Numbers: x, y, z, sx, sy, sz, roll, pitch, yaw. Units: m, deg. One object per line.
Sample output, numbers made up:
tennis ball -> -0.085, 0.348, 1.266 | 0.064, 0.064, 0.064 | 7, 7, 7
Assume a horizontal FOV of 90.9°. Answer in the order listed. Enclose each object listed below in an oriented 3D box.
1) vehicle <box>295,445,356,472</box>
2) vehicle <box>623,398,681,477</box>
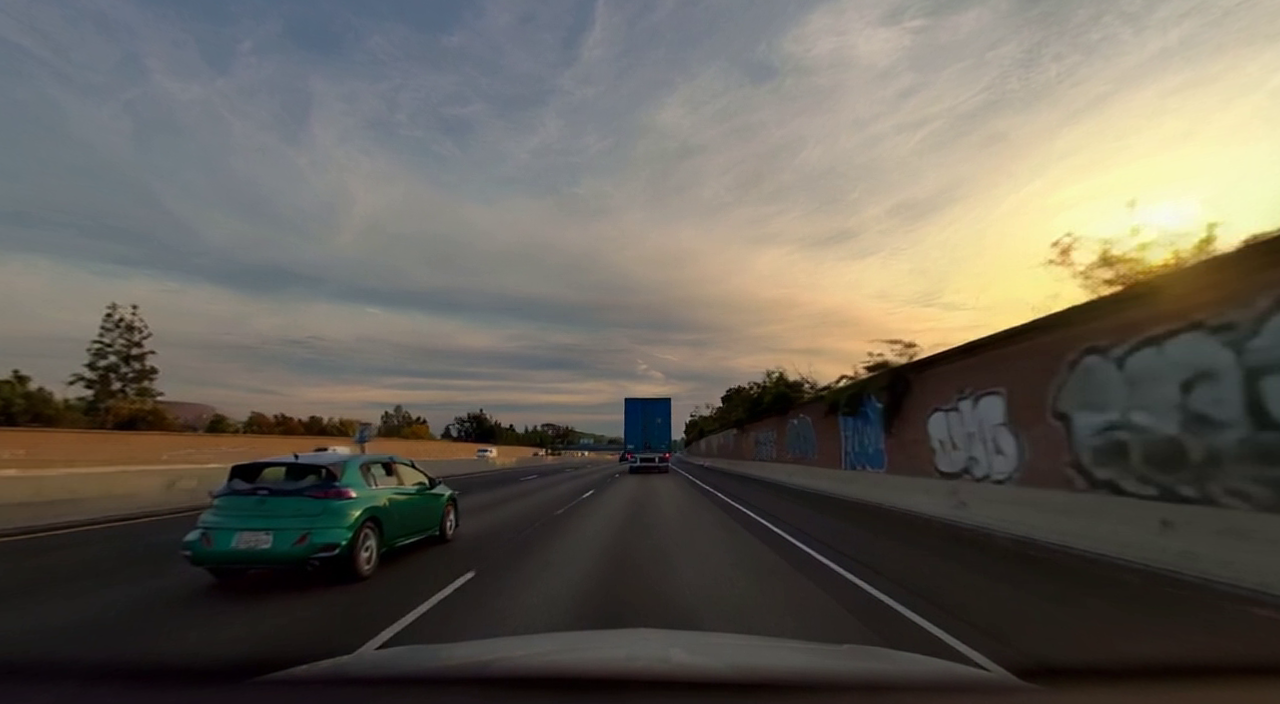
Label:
vehicle -> -24.171, 8.192, 48.646 | 2.147, 2.006, 4.767 | 0, -9, 1
vehicle -> 0.652, 5.282, 38.280 | 2.997, 4.069, 10.871 | 0, -9, 0
